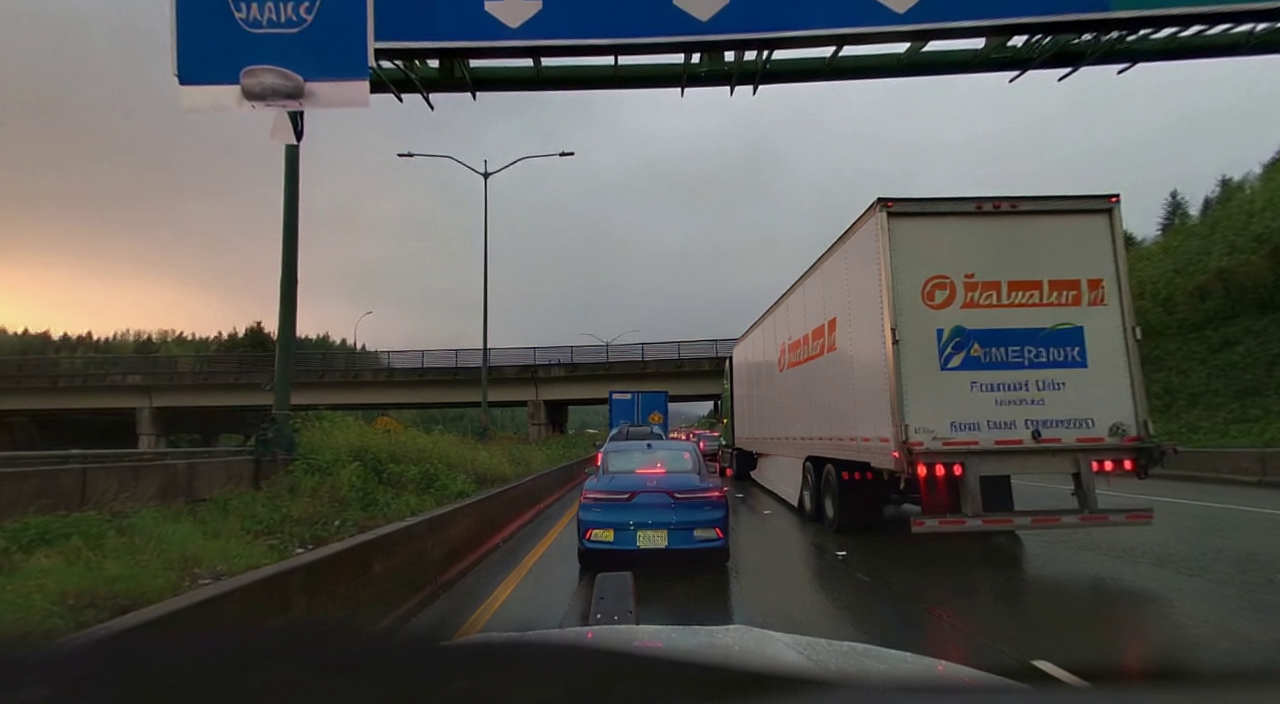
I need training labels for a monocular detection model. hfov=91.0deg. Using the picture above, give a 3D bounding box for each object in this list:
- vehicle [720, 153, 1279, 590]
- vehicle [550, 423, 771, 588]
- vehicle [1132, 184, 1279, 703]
[{"bbox_3d":[4.189,1.077,12.955,2.827,4.081,14.305,0,-8,-2],"label":"vehicle"},{"bbox_3d":[0.177,1.683,7.706,2.045,1.490,3.597,-1,-8,0],"label":"vehicle"},{"bbox_3d":[4.730,0.109,0.629,2.892,2.615,6.650,0,-8,-2],"label":"vehicle"}]
